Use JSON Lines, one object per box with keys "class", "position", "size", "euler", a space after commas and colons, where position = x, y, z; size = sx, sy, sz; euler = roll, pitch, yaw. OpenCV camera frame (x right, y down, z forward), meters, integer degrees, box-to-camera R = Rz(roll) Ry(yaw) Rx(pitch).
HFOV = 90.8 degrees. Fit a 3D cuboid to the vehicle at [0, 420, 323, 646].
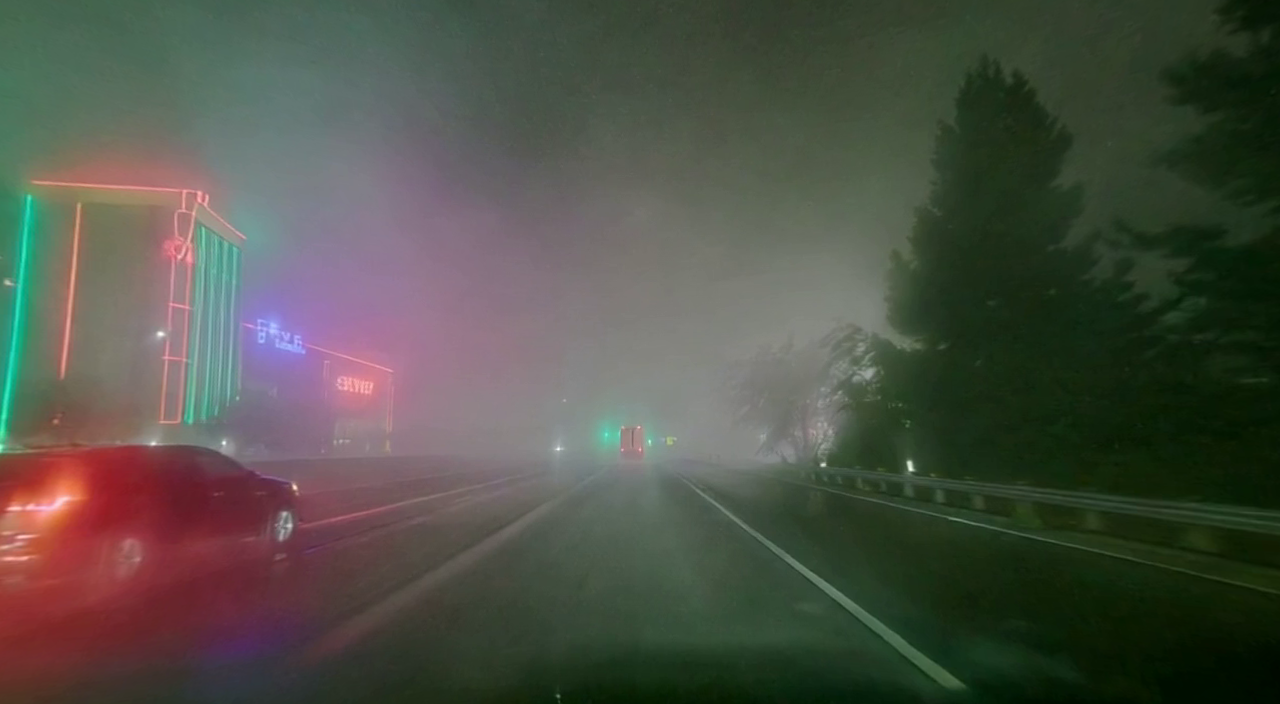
{"class": "vehicle", "position": [-5.277, 1.542, 6.336], "size": [1.943, 1.510, 4.201], "euler": [0, -9, 1]}
